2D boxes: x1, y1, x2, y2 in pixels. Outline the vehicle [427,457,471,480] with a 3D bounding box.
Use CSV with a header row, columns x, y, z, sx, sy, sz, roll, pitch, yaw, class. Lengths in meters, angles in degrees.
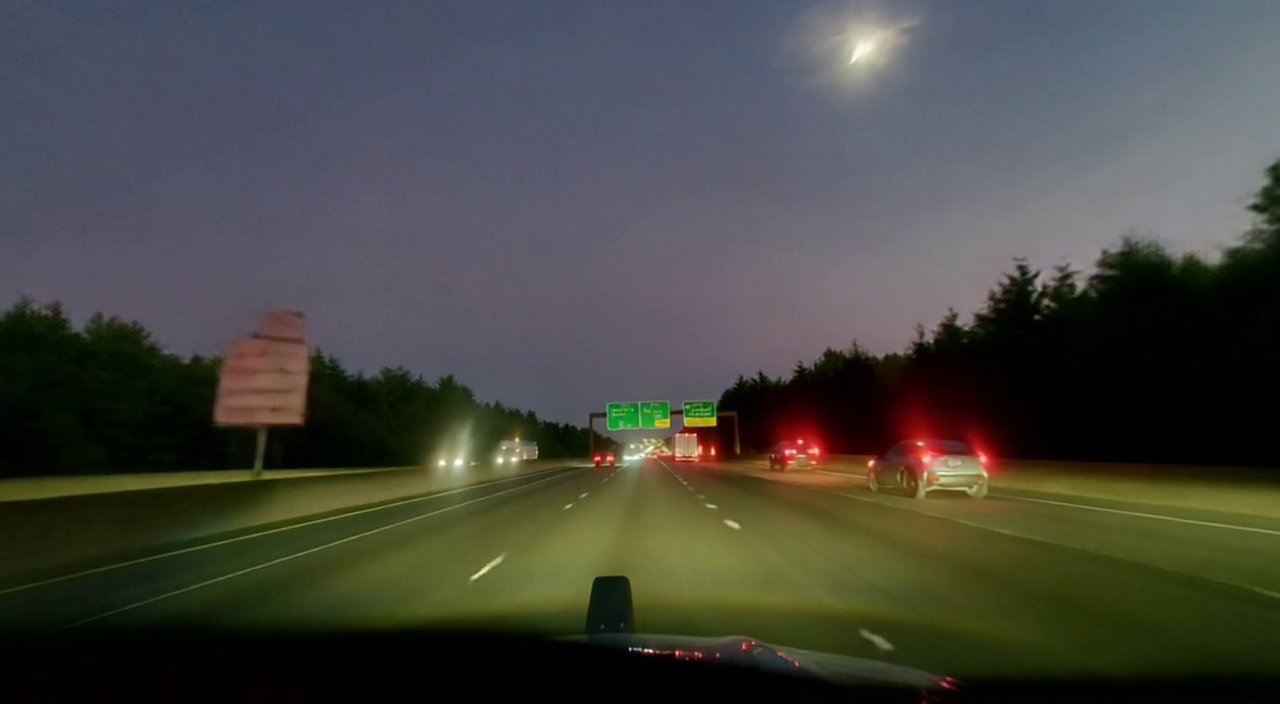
x,y,z,sx,sy,sz,roll,pitch,yaw,class
-13.235,8.073,43.841,1.828,1.497,3.761,0,-9,1,vehicle
